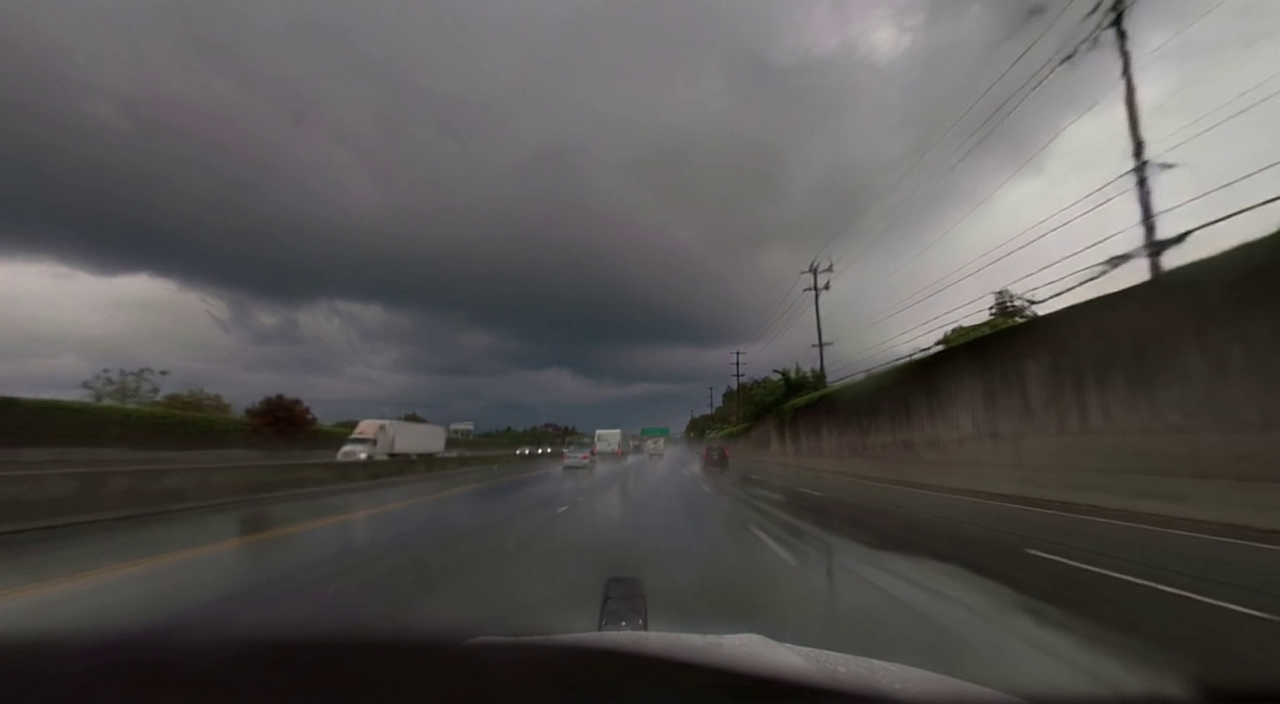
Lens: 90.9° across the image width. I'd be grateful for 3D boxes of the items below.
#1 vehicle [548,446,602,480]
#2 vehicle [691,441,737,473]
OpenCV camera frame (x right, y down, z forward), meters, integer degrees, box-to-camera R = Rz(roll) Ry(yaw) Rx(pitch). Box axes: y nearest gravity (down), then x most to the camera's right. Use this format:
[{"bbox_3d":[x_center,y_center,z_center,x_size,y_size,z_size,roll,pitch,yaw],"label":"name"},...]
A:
[{"bbox_3d":[-2.998,5.228,29.939,2.004,1.498,4.043,0,-9,1],"label":"vehicle"},{"bbox_3d":[4.415,6.397,38.531,2.214,1.799,4.627,0,-9,-1],"label":"vehicle"}]
